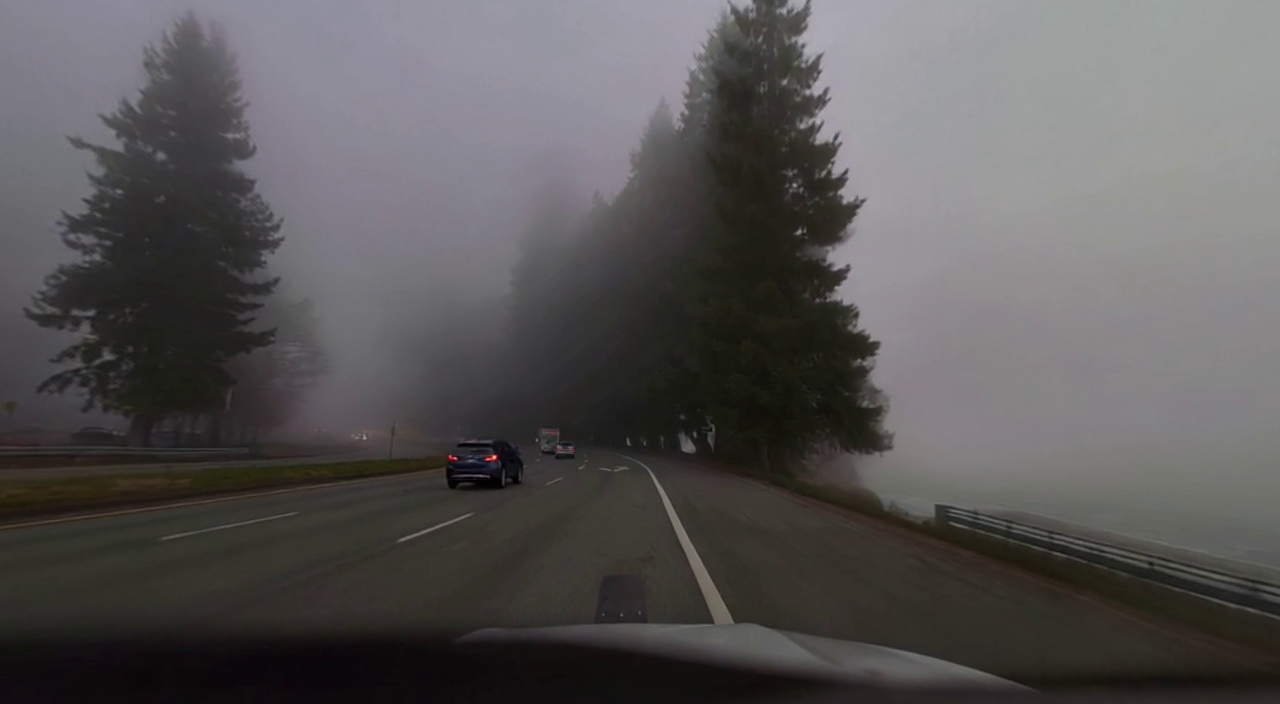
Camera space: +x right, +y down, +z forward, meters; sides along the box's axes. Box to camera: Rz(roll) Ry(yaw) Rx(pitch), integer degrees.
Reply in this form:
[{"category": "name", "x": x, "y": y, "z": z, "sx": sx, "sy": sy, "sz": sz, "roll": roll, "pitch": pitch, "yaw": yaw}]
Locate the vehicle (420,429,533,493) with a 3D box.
[{"category": "vehicle", "x": -4.910, "y": 3.345, "z": 19.764, "sx": 2.210, "sy": 1.737, "sz": 4.649, "roll": 0, "pitch": -8, "yaw": 1}]
